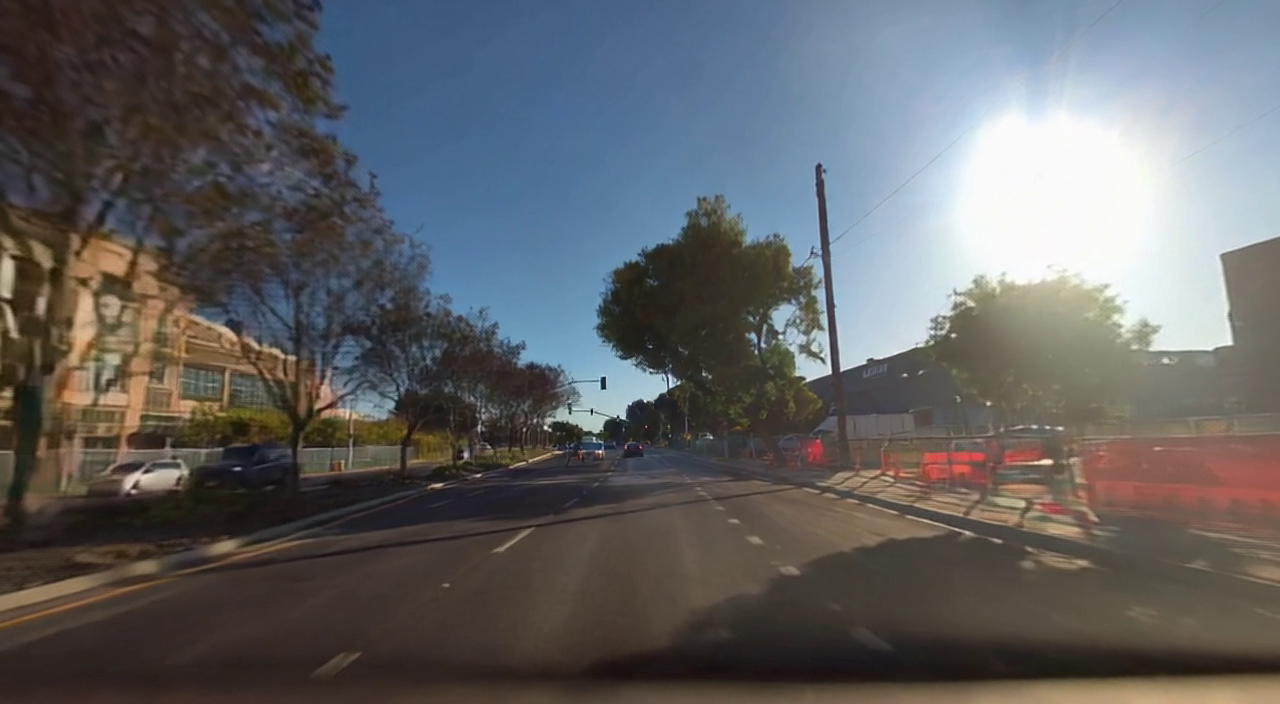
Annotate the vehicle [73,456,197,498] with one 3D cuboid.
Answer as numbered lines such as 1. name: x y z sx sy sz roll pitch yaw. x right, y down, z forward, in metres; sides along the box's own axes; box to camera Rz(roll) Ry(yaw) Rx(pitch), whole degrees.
1. vehicle: -23.571 5.822 29.690 1.957 1.672 4.743 0 -8 -1

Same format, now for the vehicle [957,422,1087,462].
1. vehicle: 16.906 4.004 28.038 4.450 1.643 1.996 0 -8 -1

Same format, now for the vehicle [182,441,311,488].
1. vehicle: -15.215 4.326 24.821 2.015 1.607 5.241 0 -8 -4

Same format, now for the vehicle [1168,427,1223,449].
1. vehicle: 39.215 6.070 44.573 1.757 1.439 3.615 -5 -9 22

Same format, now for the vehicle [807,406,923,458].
1. vehicle: 15.582 5.611 44.049 6.641 3.391 3.387 -1 -8 -5
